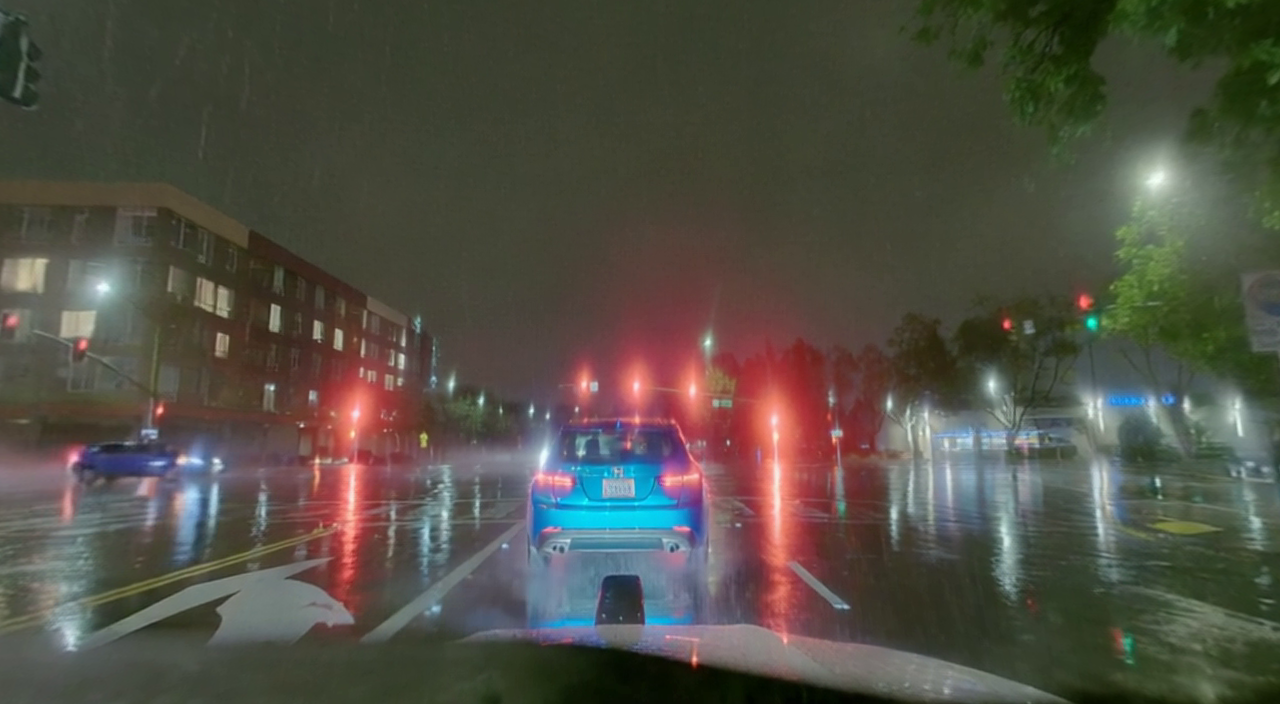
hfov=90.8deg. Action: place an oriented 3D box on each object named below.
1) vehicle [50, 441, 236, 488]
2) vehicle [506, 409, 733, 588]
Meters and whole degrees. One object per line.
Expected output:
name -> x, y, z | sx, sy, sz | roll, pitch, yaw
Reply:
vehicle -> -17.673, 4.008, 22.686 | 4.891, 1.591, 2.067 | 0, -8, 0
vehicle -> -0.220, 1.628, 7.797 | 2.066, 1.618, 3.922 | 0, -8, -1
